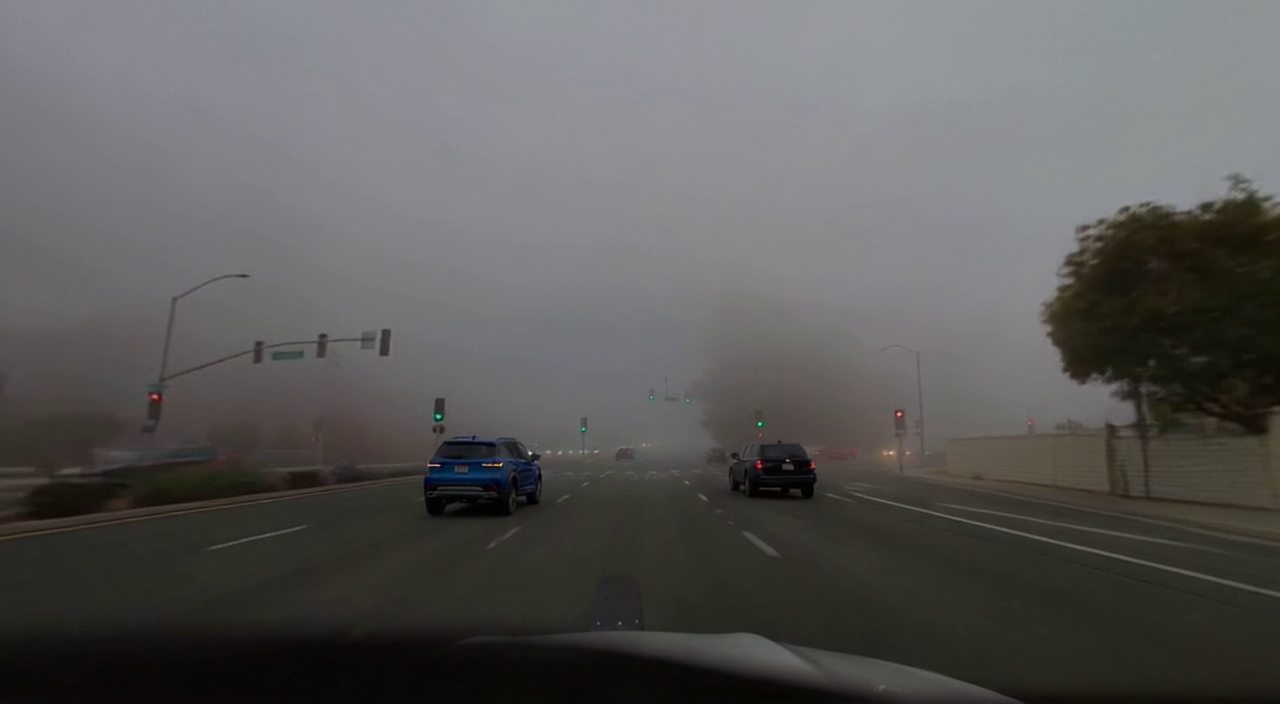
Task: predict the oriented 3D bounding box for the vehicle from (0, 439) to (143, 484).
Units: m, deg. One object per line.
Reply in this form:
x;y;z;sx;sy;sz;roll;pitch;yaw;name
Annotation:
-23.452;4.442;26.041;2.244;1.670;4.353;-1;-8;2;vehicle

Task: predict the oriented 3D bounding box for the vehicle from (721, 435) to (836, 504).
3.648;3.190;17.609;2.132;1.659;4.387;0;-8;-1;vehicle

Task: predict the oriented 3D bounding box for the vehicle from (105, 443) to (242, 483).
-19.217;4.571;26.362;1.997;1.471;4.772;0;-8;1;vehicle

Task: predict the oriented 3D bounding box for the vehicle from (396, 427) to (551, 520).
-3.401;2.583;13.999;2.045;1.688;4.632;0;-8;2;vehicle
